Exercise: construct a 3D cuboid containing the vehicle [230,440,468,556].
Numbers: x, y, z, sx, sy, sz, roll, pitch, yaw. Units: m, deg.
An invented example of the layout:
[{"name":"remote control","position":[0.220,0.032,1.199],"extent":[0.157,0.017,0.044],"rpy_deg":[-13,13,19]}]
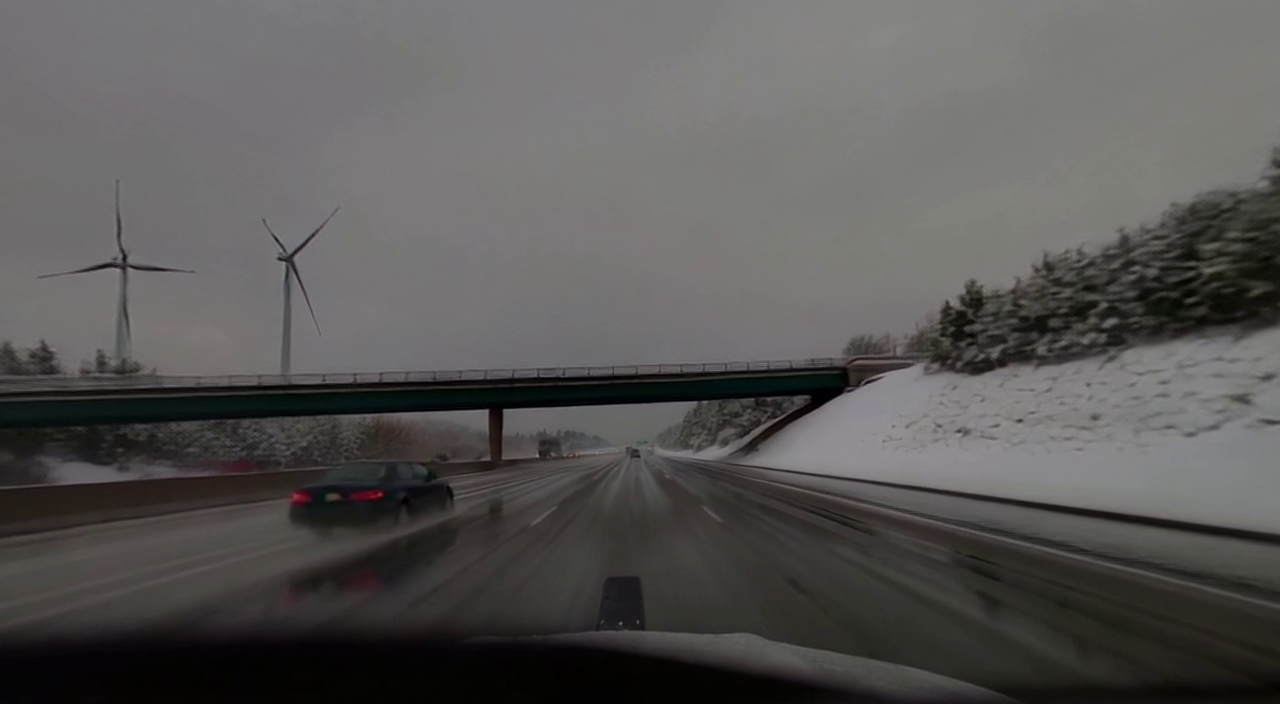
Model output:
[{"name":"vehicle","position":[-4.372,2.225,10.357],"extent":[1.921,1.481,4.120],"rpy_deg":[0,-9,0]}]
